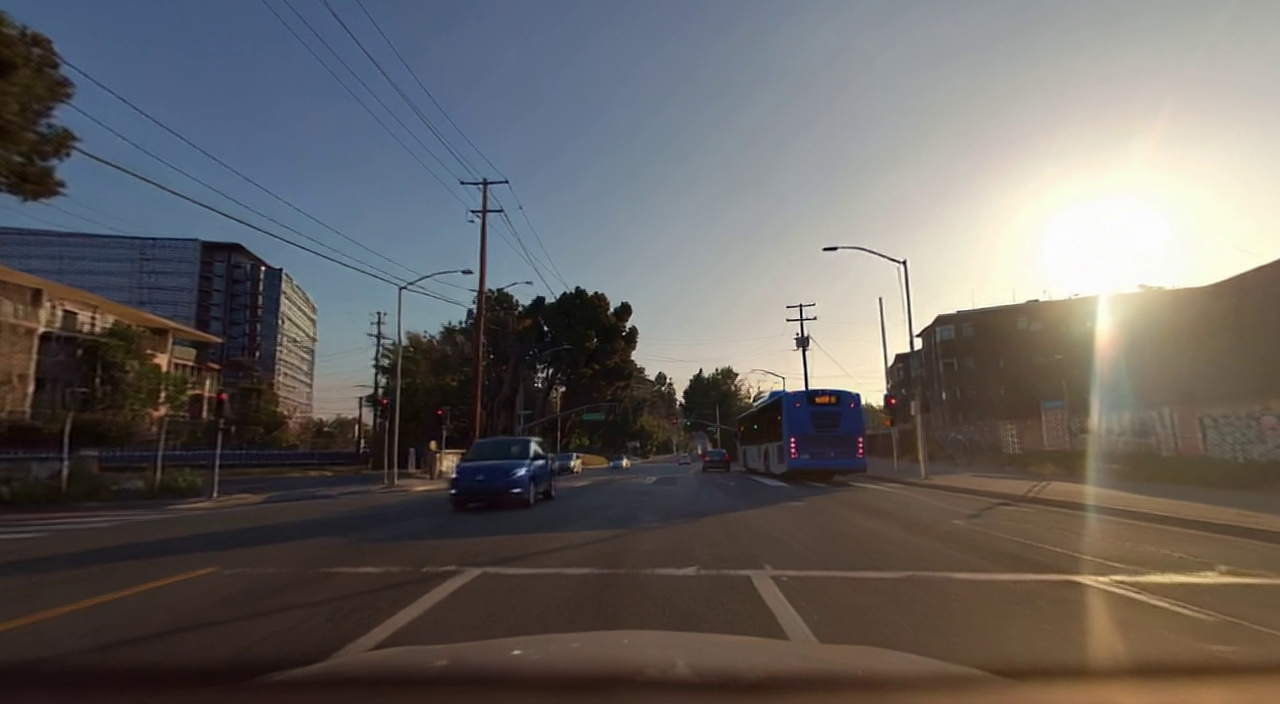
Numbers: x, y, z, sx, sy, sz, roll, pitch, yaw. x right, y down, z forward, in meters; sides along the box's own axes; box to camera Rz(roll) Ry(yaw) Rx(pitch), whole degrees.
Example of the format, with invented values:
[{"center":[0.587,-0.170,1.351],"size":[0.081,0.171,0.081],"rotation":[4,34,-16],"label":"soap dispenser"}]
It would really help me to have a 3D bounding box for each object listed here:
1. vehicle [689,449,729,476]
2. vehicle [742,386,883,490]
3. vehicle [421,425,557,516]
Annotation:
[{"center":[3.990,6.464,37.194],"size":[1.961,1.470,4.196],"rotation":[0,-9,1],"label":"vehicle"},{"center":[6.736,3.796,27.349],"size":[3.045,3.447,12.604],"rotation":[-1,-9,2],"label":"vehicle"},{"center":[-3.345,2.724,14.940],"size":[2.015,1.818,4.061],"rotation":[-1,-9,3],"label":"vehicle"}]
